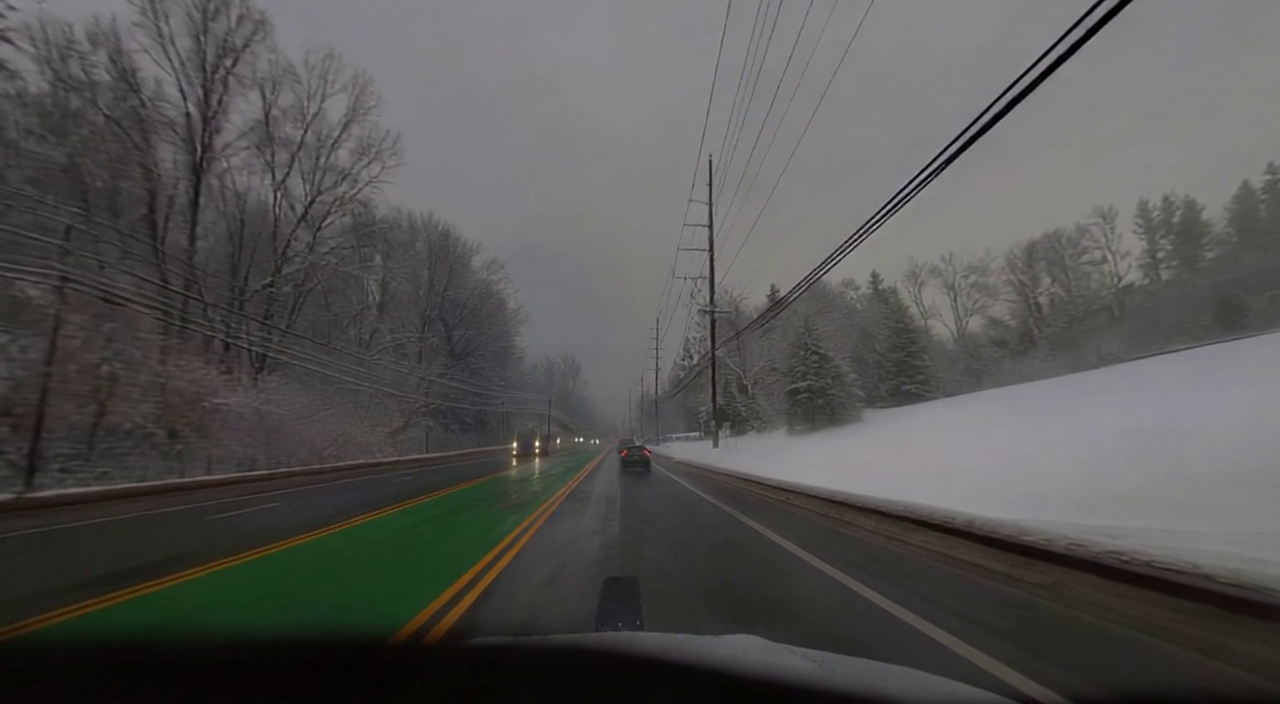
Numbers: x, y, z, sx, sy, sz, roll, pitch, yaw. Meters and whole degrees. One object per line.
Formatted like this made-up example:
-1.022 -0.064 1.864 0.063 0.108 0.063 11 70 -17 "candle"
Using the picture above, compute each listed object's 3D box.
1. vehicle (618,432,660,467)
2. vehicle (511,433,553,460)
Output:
-0.133 5.266 34.230 2.140 1.767 4.720 0 -8 -2 "vehicle"
-7.308 6.440 43.190 2.101 1.734 4.257 0 -9 0 "vehicle"
